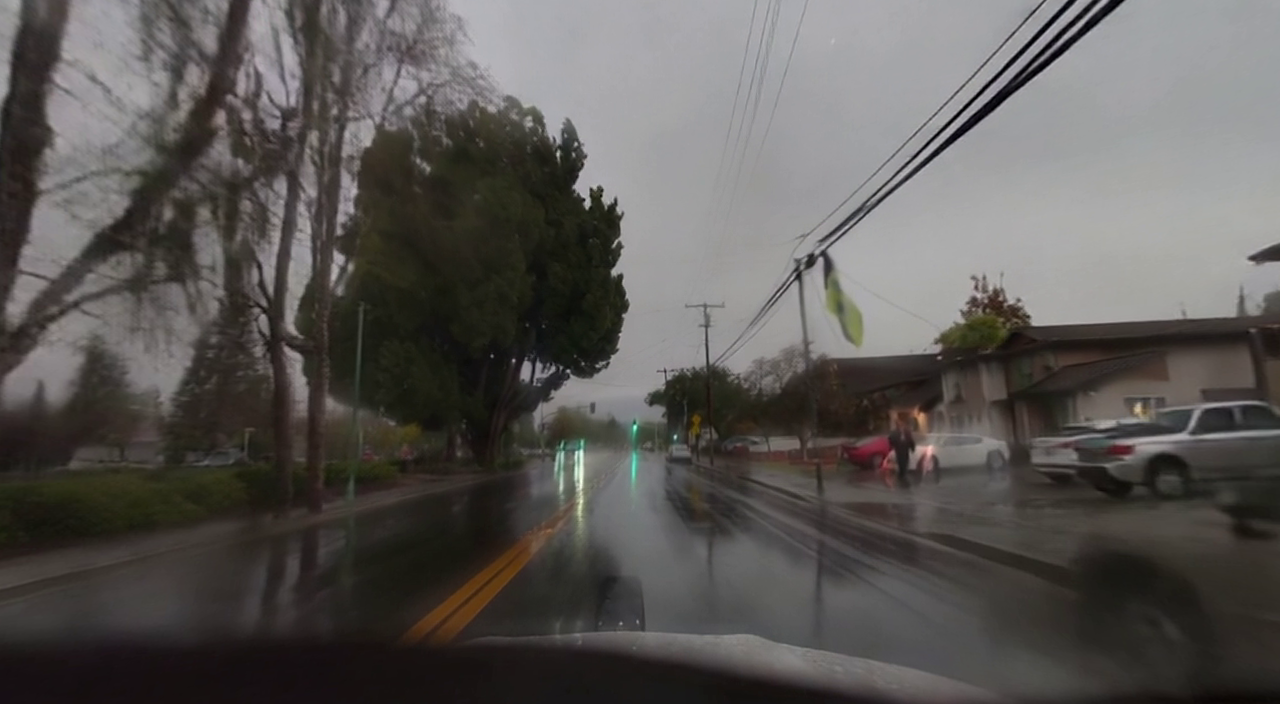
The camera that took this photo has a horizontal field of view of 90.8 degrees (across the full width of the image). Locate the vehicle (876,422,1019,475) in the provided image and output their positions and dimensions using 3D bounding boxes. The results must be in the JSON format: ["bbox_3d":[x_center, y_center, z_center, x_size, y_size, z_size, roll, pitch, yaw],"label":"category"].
[{"bbox_3d":[10.578,3.330,21.940,3.933,1.645,1.832,-1,-8,-2],"label":"vehicle"}]

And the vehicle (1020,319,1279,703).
[{"bbox_3d":[3.469,0.753,1.950,1.949,1.807,4.224,3,-8,-1],"label":"vehicle"}]
